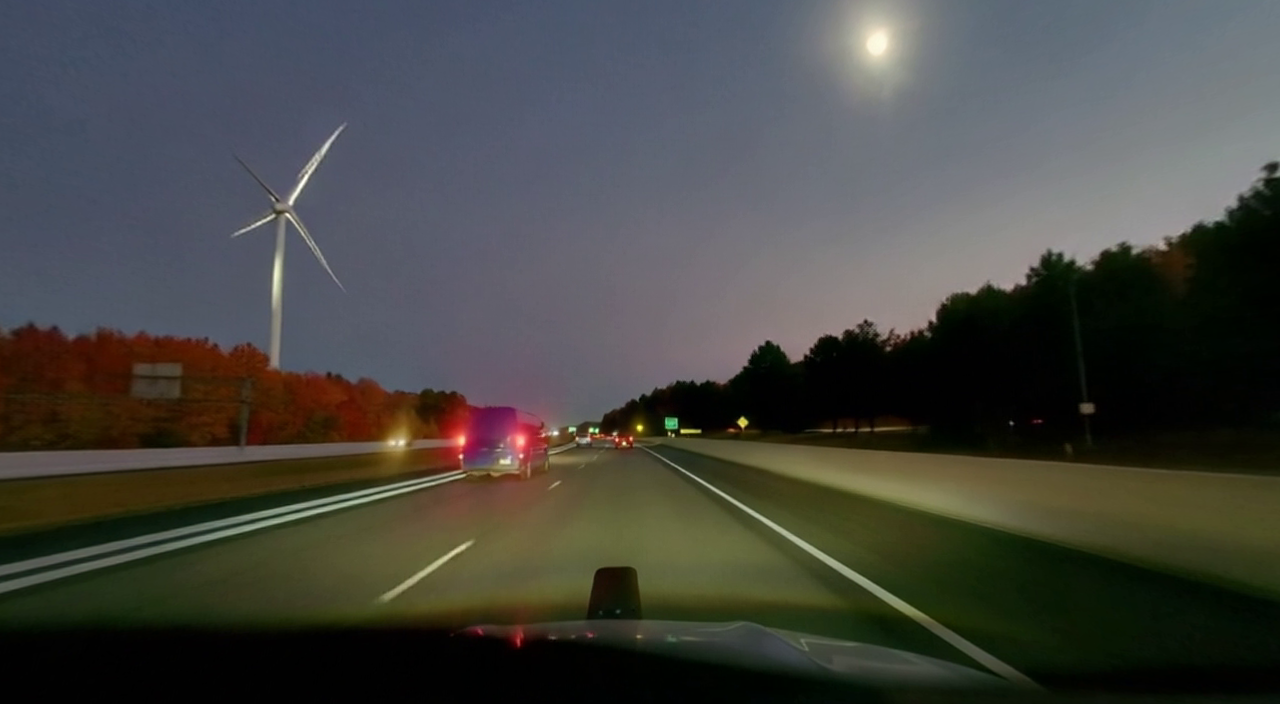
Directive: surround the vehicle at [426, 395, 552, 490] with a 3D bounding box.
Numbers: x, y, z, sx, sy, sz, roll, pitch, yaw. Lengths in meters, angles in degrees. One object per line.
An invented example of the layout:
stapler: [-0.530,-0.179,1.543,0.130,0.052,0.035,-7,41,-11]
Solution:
vehicle: [-4.052,2.554,17.981,2.303,2.323,5.089,0,-8,0]
